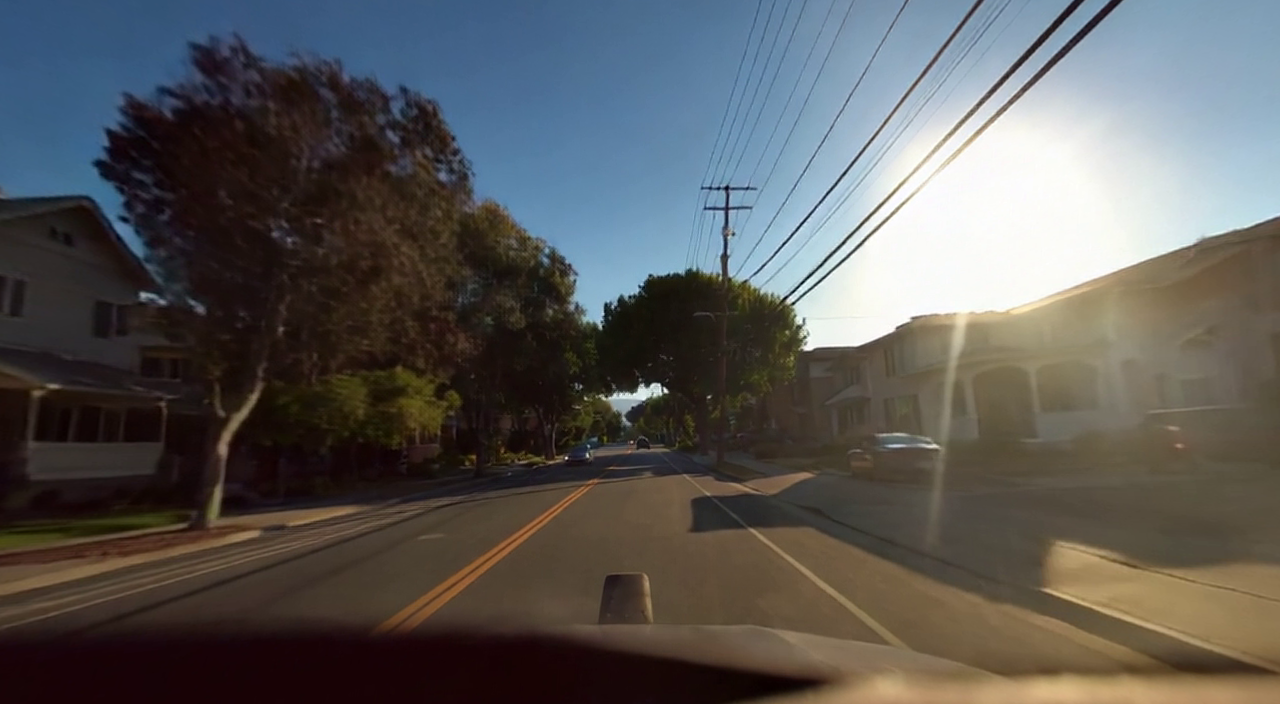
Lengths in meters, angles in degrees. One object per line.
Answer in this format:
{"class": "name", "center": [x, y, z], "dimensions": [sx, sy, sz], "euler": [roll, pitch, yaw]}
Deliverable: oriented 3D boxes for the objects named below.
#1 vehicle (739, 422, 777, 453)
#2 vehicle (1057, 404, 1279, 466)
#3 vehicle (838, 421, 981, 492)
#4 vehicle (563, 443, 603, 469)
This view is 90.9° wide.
{"class": "vehicle", "center": [7.905, 5.804, 42.561], "dimensions": [1.878, 1.743, 4.556], "euler": [-7, -9, 4]}
{"class": "vehicle", "center": [14.332, 2.231, 16.811], "dimensions": [4.848, 1.509, 1.976], "euler": [-1, -8, 9]}
{"class": "vehicle", "center": [7.124, 2.825, 17.278], "dimensions": [2.071, 1.510, 4.418], "euler": [-6, -9, 3]}
{"class": "vehicle", "center": [-3.534, 6.558, 39.979], "dimensions": [2.028, 1.488, 4.392], "euler": [0, -8, 2]}
